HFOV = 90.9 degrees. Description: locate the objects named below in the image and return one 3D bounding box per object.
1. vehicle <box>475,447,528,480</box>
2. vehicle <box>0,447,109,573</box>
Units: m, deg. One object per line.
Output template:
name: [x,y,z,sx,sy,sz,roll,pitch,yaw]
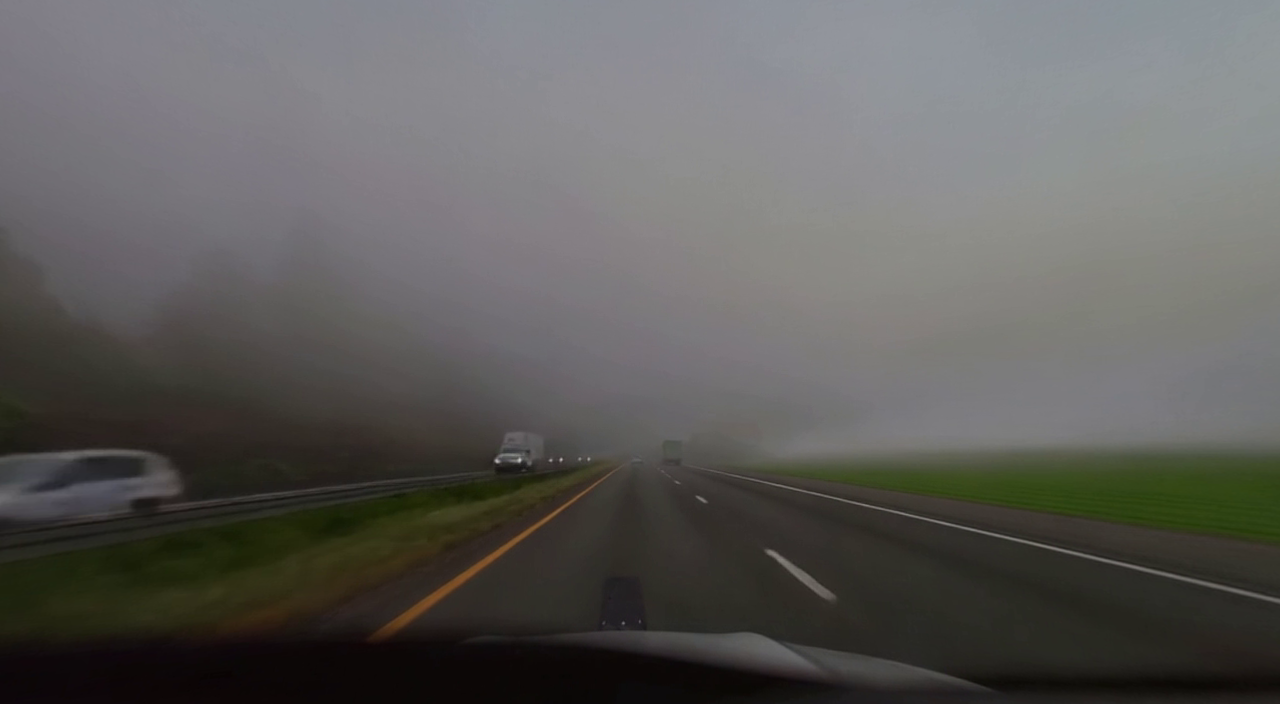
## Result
vehicle: [-8.582,6.948,39.541,2.135,1.906,5.000,0,-9,1]
vehicle: [-8.705,1.839,7.111,1.858,1.512,4.033,0,-9,0]
